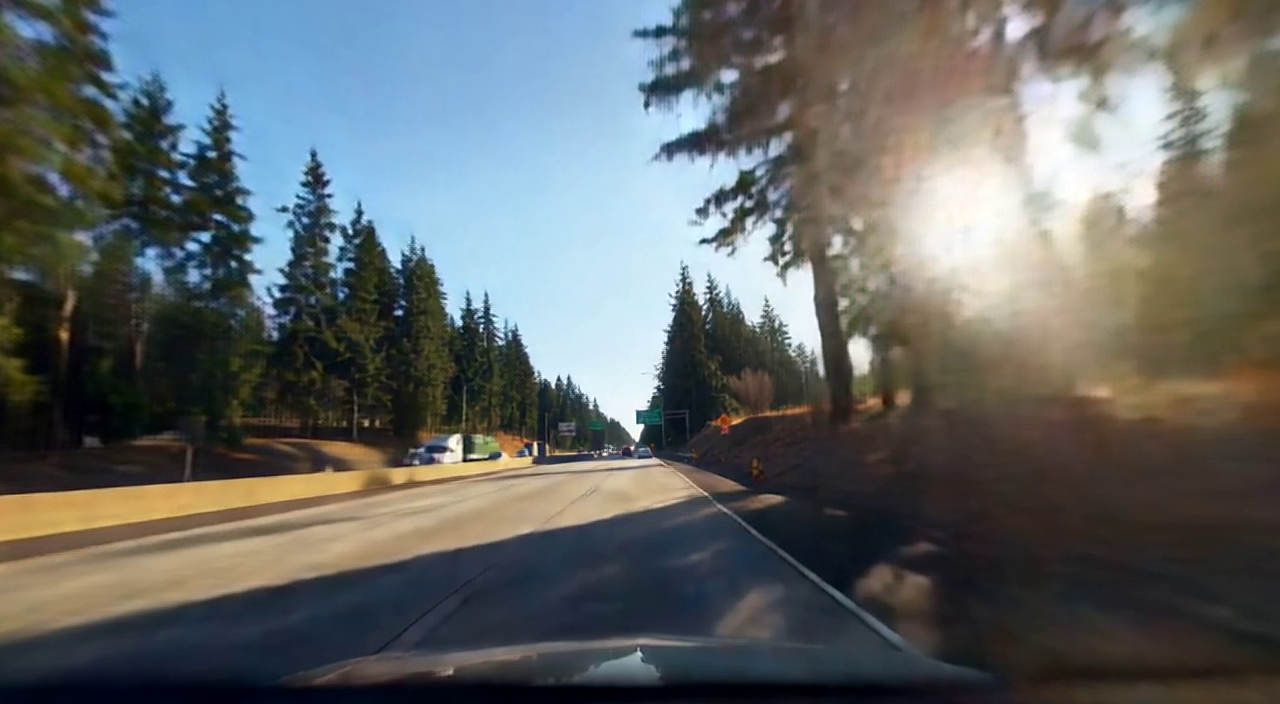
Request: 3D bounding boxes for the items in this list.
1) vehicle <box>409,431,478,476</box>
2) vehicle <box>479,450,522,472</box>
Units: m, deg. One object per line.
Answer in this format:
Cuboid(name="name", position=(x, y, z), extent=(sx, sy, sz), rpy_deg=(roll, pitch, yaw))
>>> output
Cuboid(name="vehicle", position=(-14.874, 7.712, 48.346), extent=(2.935, 3.173, 7.113), rpy_deg=(0, -8, 0))
Cuboid(name="vehicle", position=(-10.780, 8.421, 49.145), extent=(2.129, 1.560, 4.733), rpy_deg=(0, -8, 2))
